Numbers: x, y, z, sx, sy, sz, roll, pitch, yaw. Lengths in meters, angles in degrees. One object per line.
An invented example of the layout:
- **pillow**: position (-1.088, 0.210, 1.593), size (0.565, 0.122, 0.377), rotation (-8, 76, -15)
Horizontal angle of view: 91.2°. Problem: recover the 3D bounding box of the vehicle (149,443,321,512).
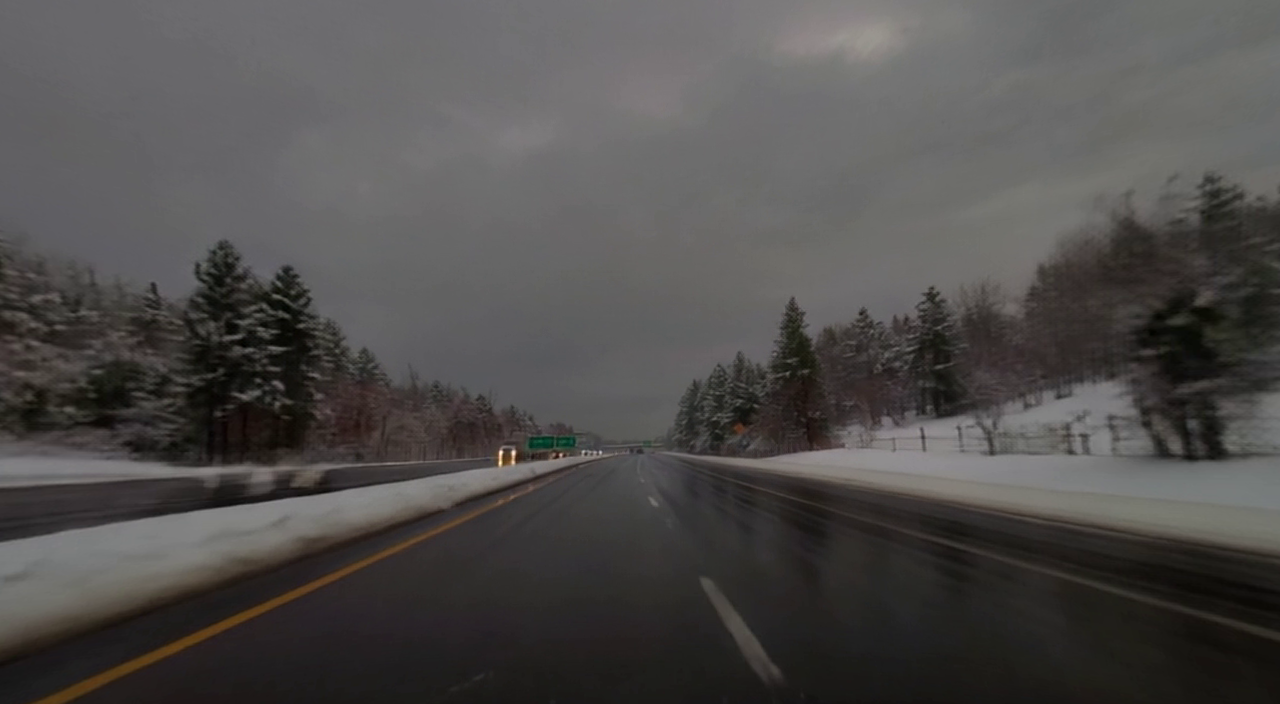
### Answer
- **vehicle**: position (-10.394, 3.215, 16.518), size (1.895, 1.552, 4.010), rotation (0, -9, -1)
